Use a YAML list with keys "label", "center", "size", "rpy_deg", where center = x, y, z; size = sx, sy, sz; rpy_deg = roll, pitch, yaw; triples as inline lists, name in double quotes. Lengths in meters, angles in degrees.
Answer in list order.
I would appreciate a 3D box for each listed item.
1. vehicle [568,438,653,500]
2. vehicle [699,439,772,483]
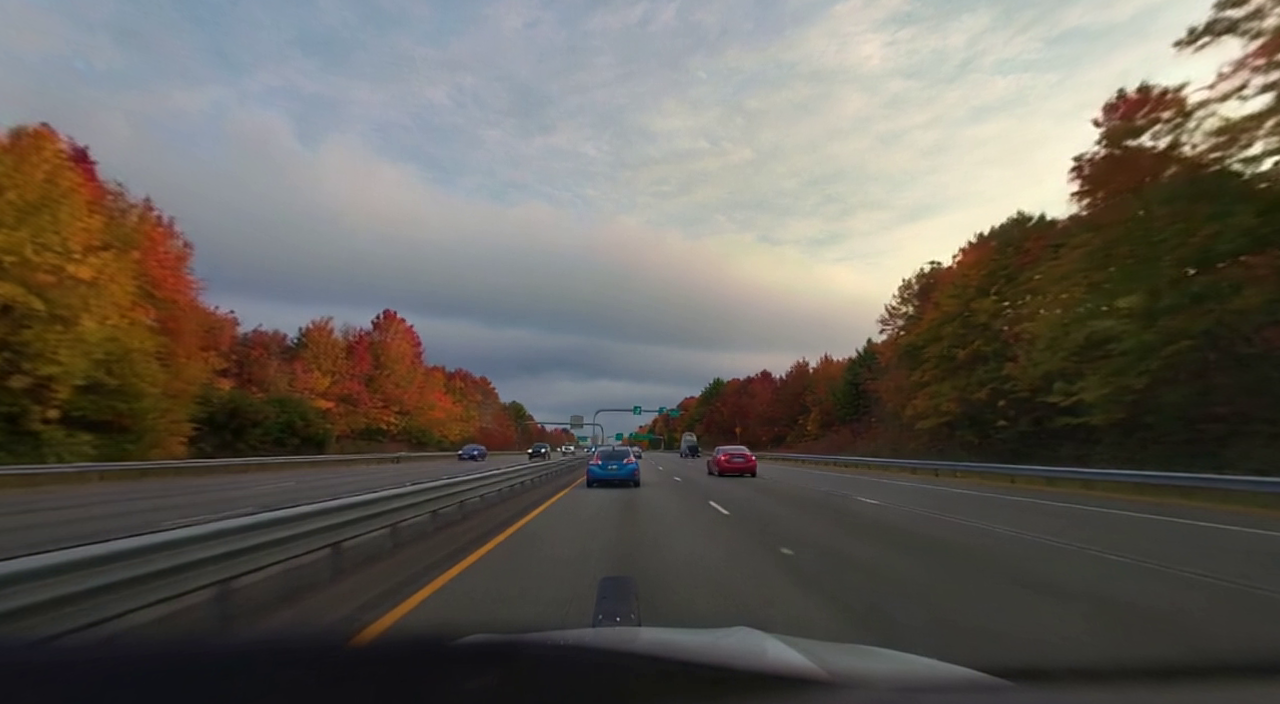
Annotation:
- label: "vehicle"
  center: [-0.777, 3.308, 18.121]
  size: [2.128, 1.516, 4.410]
  rpy_deg: [0, -9, -1]
- label: "vehicle"
  center: [3.725, 4.387, 25.377]
  size: [2.300, 1.595, 4.144]
  rpy_deg: [-1, -9, 0]
